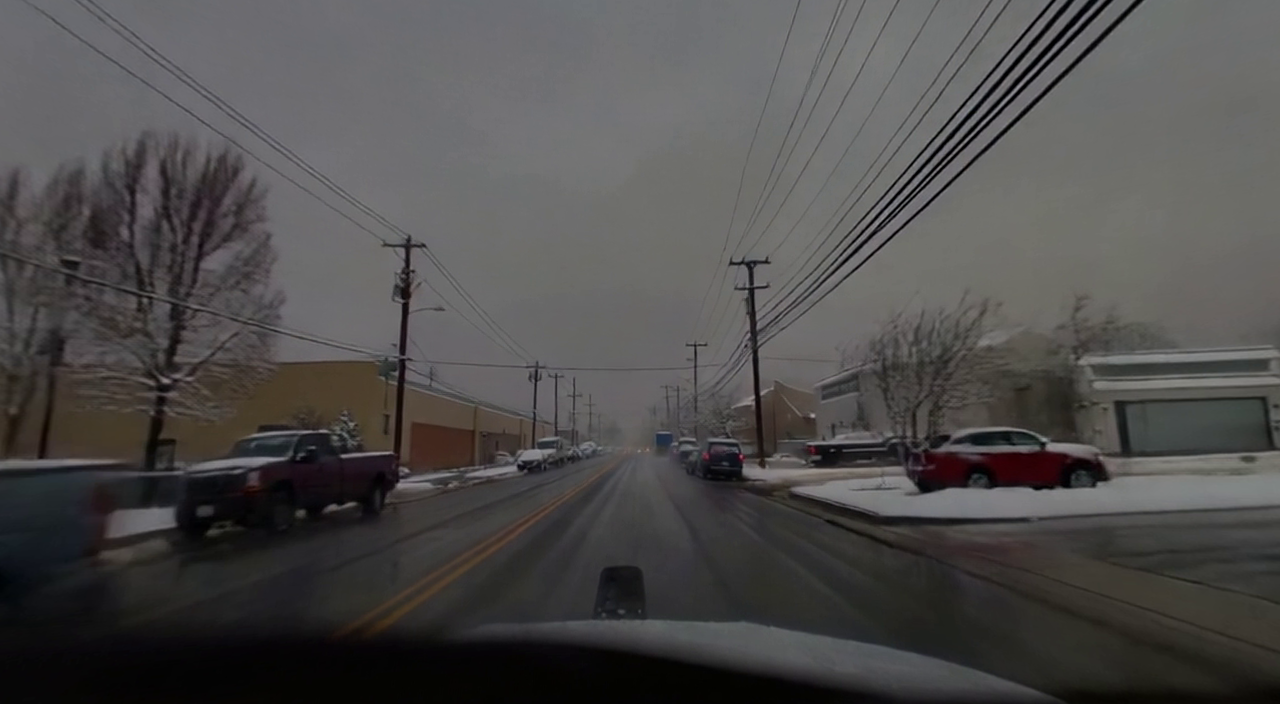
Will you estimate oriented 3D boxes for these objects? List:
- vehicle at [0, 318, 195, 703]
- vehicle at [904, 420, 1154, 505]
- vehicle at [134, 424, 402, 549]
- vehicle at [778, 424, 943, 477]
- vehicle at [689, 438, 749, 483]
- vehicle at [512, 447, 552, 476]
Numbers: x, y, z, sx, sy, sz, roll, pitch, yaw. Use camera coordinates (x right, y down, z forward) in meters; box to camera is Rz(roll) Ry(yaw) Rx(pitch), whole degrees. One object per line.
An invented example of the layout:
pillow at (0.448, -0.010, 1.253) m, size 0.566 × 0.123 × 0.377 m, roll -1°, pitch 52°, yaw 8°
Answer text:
vehicle at (-3.598, 0.610, 1.057) m, size 2.229 × 1.889 × 4.816 m, roll 0°, pitch -9°, yaw -1°
vehicle at (8.897, 2.575, 14.831) m, size 4.406 × 1.822 × 2.071 m, roll 0°, pitch -9°, yaw 2°
vehicle at (-7.972, 2.884, 14.744) m, size 2.530 × 2.110 × 6.445 m, roll -3°, pitch -8°, yaw -1°
vehicle at (10.967, 4.984, 32.017) m, size 7.236 × 2.219 × 2.674 m, roll -3°, pitch -8°, yaw 0°
vehicle at (3.761, 5.273, 31.086) m, size 2.333 × 1.967 × 6.008 m, roll 0°, pitch -9°, yaw 2°
vehicle at (-7.849, 7.956, 46.246) m, size 2.123 × 1.802 × 4.486 m, roll -4°, pitch -8°, yaw -2°
